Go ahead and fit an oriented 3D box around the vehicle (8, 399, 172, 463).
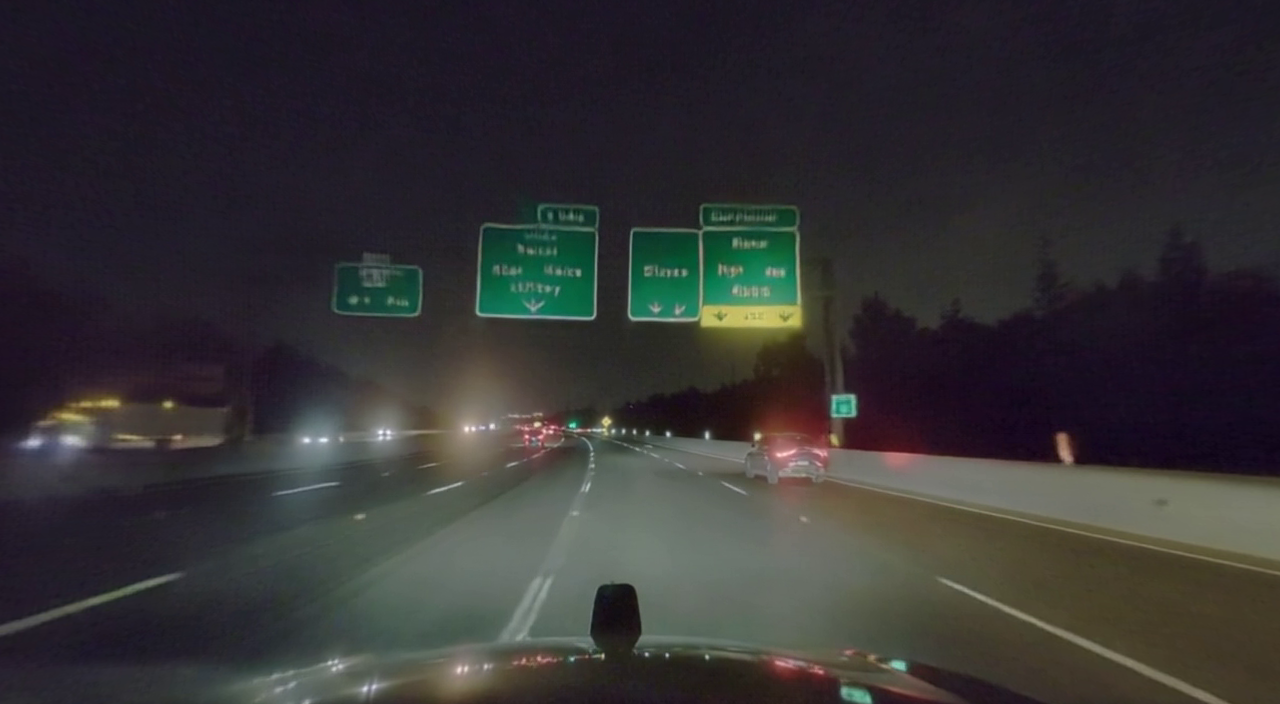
[{"bbox_3d":[-29.567,4.333,34.331,2.628,3.088,7.182,0,-8,-3],"label":"vehicle"}]
